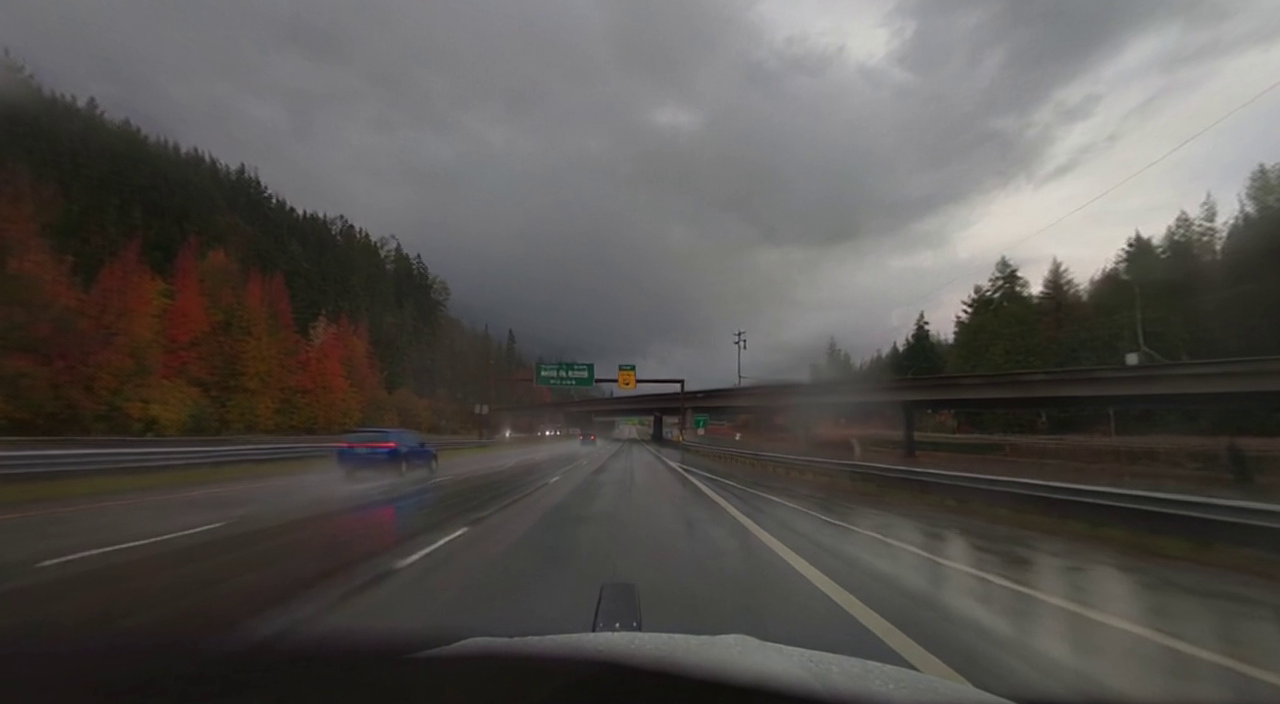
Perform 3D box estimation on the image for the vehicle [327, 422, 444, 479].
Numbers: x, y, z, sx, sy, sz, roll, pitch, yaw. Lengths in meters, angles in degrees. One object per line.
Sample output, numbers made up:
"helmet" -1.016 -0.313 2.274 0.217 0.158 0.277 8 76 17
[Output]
"vehicle" -8.203 3.212 20.826 1.987 1.677 4.580 0 -8 0
